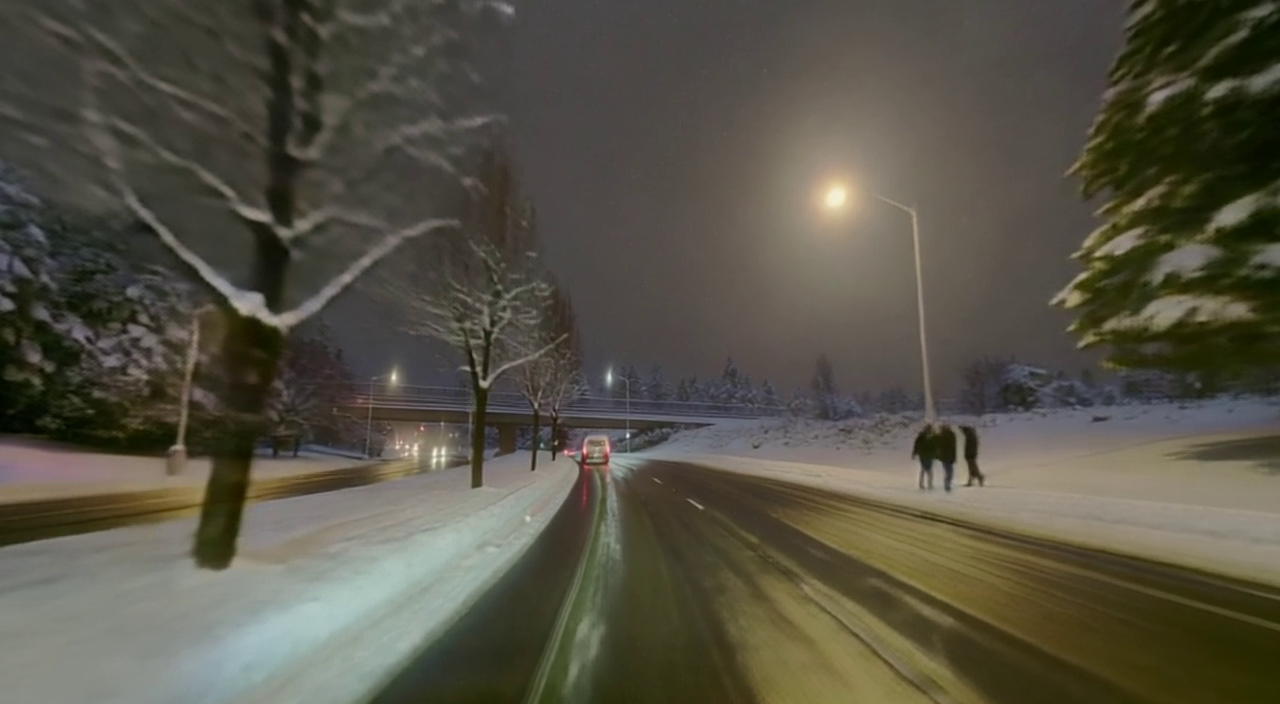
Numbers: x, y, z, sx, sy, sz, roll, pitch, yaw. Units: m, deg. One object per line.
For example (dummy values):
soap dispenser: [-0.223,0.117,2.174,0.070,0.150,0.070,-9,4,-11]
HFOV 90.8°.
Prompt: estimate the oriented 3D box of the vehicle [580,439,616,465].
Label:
vehicle: [-3.006,7.002,44.281,2.184,1.713,4.231,2,-9,-8]
